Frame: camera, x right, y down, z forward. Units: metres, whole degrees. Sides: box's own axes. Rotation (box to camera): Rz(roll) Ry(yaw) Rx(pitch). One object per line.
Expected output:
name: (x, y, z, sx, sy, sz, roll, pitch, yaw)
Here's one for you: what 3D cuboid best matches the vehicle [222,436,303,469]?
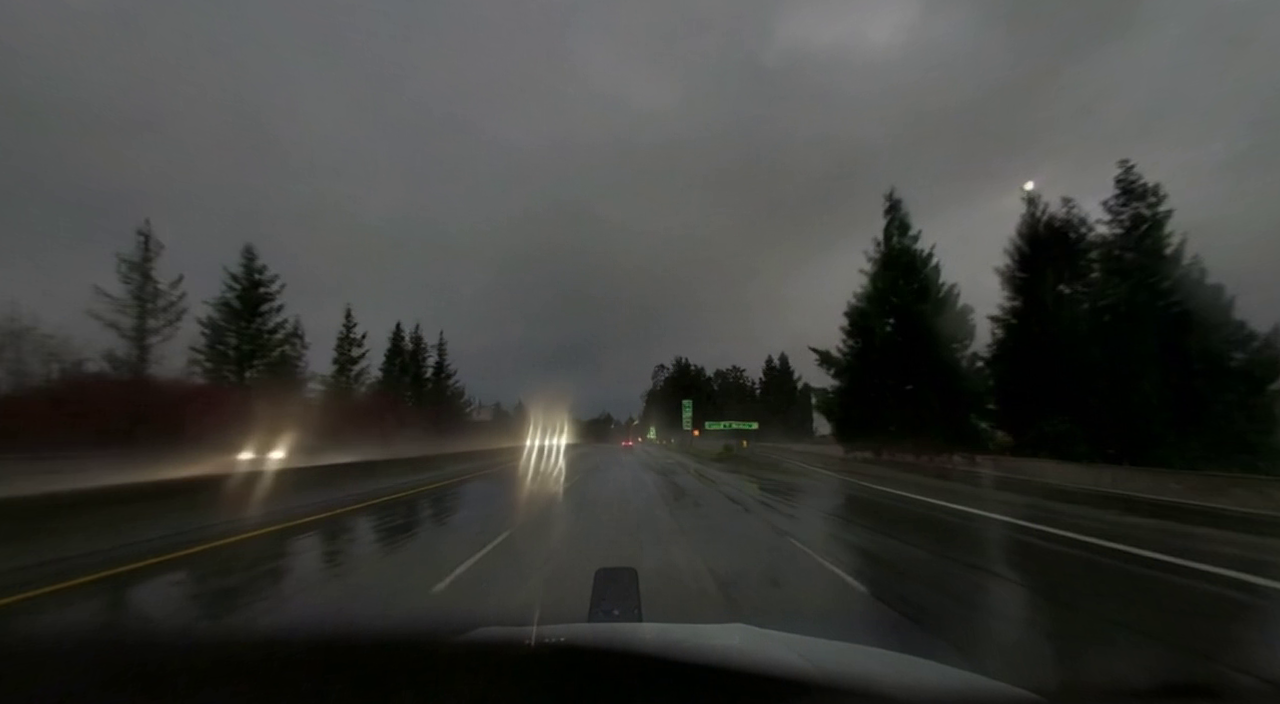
vehicle: (-17.563, 4.684, 29.538, 1.617, 1.424, 3.539, 0, -8, -1)
